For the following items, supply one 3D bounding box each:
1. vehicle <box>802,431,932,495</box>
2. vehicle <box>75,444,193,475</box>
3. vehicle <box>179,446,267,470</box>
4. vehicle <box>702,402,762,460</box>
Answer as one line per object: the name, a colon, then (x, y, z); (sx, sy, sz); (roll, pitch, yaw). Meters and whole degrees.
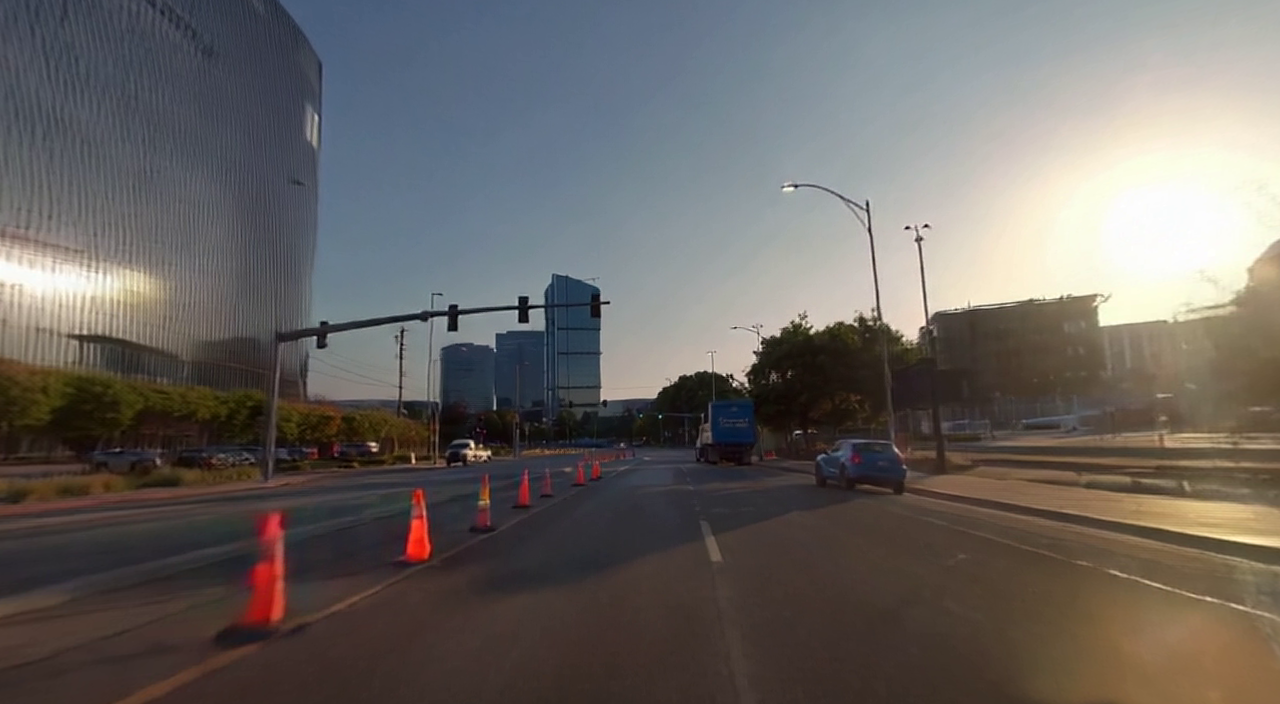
vehicle: (6.397, 3.171, 18.462); (2.098, 1.619, 4.433); (0, -8, -1)
vehicle: (-25.278, 5.379, 31.679); (4.237, 1.490, 1.901); (0, -8, -2)
vehicle: (-24.446, 6.237, 37.119); (3.905, 1.345, 1.737); (0, -8, -1)
vehicle: (6.739, 6.105, 47.864); (3.176, 3.913, 9.805); (0, -8, 1)
